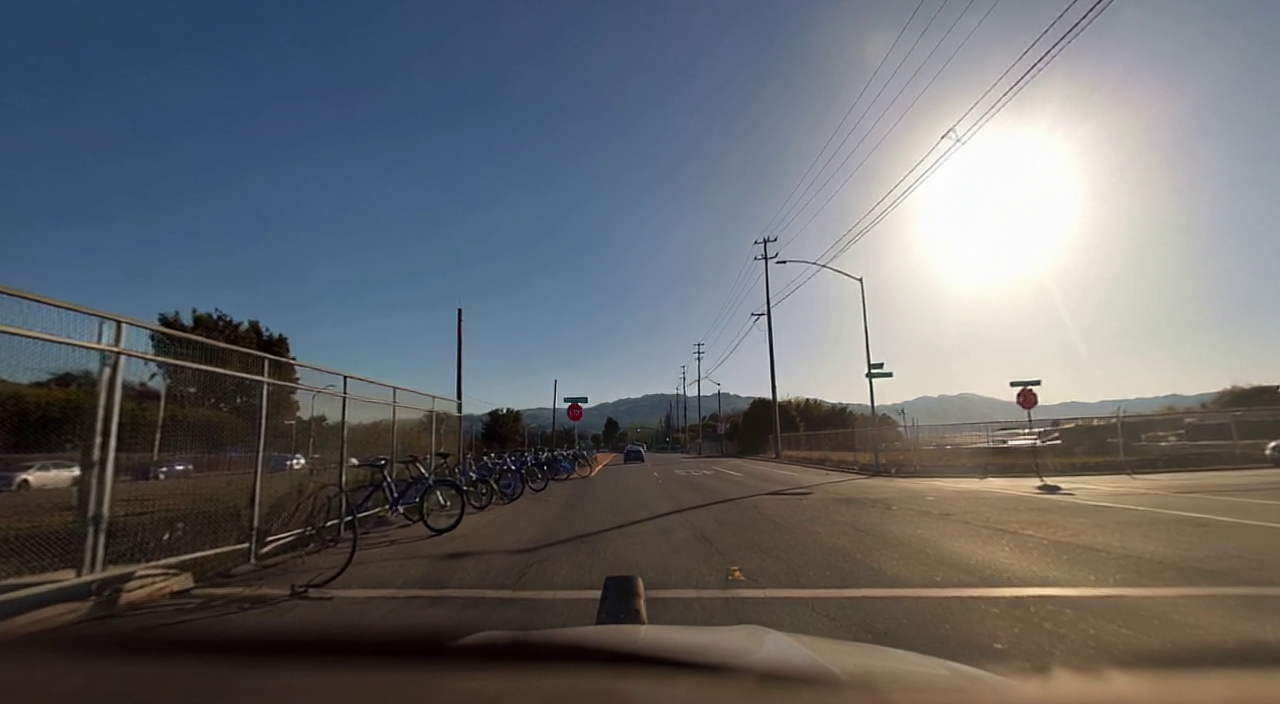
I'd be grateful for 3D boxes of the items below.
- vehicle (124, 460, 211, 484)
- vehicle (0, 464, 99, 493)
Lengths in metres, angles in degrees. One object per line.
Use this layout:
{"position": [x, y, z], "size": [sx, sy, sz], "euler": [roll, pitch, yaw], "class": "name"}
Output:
{"position": [-33.679, 8.543, 45.131], "size": [4.569, 1.558, 1.903], "euler": [0, -9, -6], "class": "vehicle"}
{"position": [-34.130, 7.232, 36.338], "size": [4.210, 1.528, 1.932], "euler": [0, -9, 0], "class": "vehicle"}
